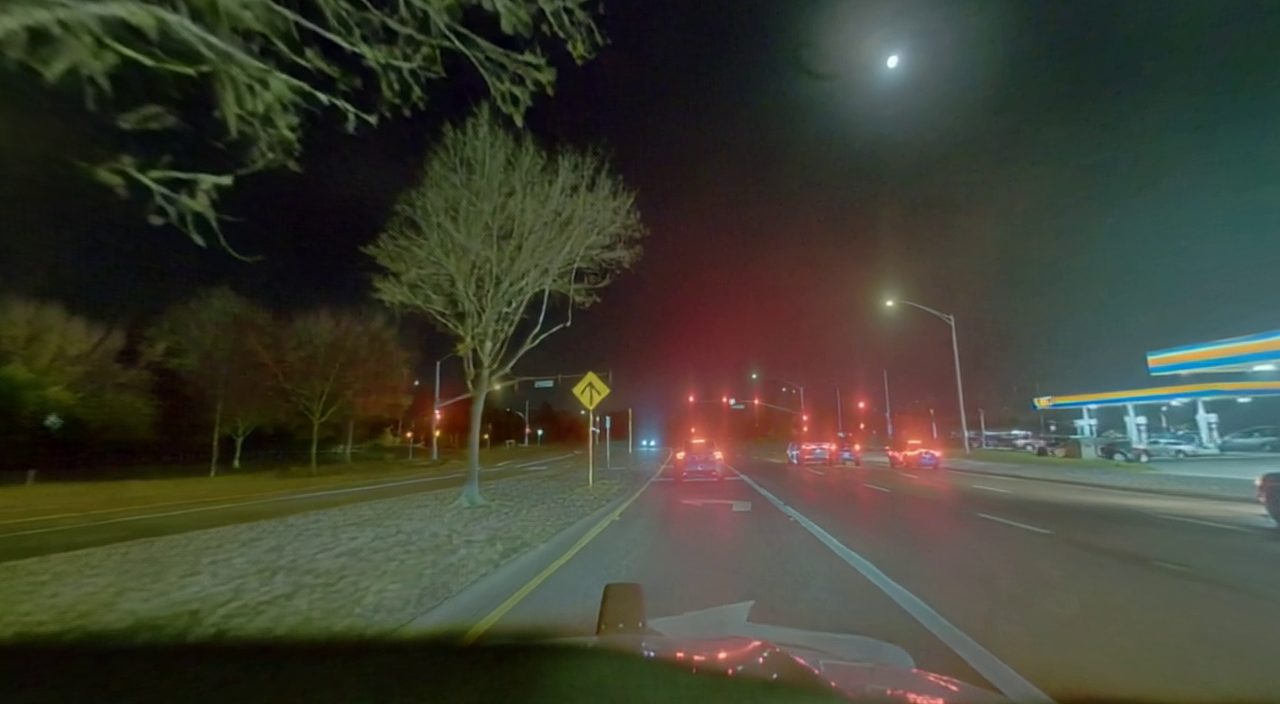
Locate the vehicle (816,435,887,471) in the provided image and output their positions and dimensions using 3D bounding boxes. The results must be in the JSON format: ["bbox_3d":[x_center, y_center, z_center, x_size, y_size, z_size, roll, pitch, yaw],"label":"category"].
[{"bbox_3d":[10.691,5.127,32.248,1.991,1.695,4.357,0,-9,-2],"label":"vehicle"}]

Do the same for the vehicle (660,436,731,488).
[{"bbox_3d":[1.756,3.483,20.262,2.032,1.461,4.173,-1,-9,4],"label":"vehicle"}]

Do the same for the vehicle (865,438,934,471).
[{"bbox_3d":[13.494,5.347,33.095,1.976,1.584,4.516,-1,-9,4],"label":"vehicle"}]

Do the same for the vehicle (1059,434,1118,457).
[{"bbox_3d":[33.092,6.919,46.626,1.914,1.563,3.672,-1,-9,6],"label":"vehicle"}]
